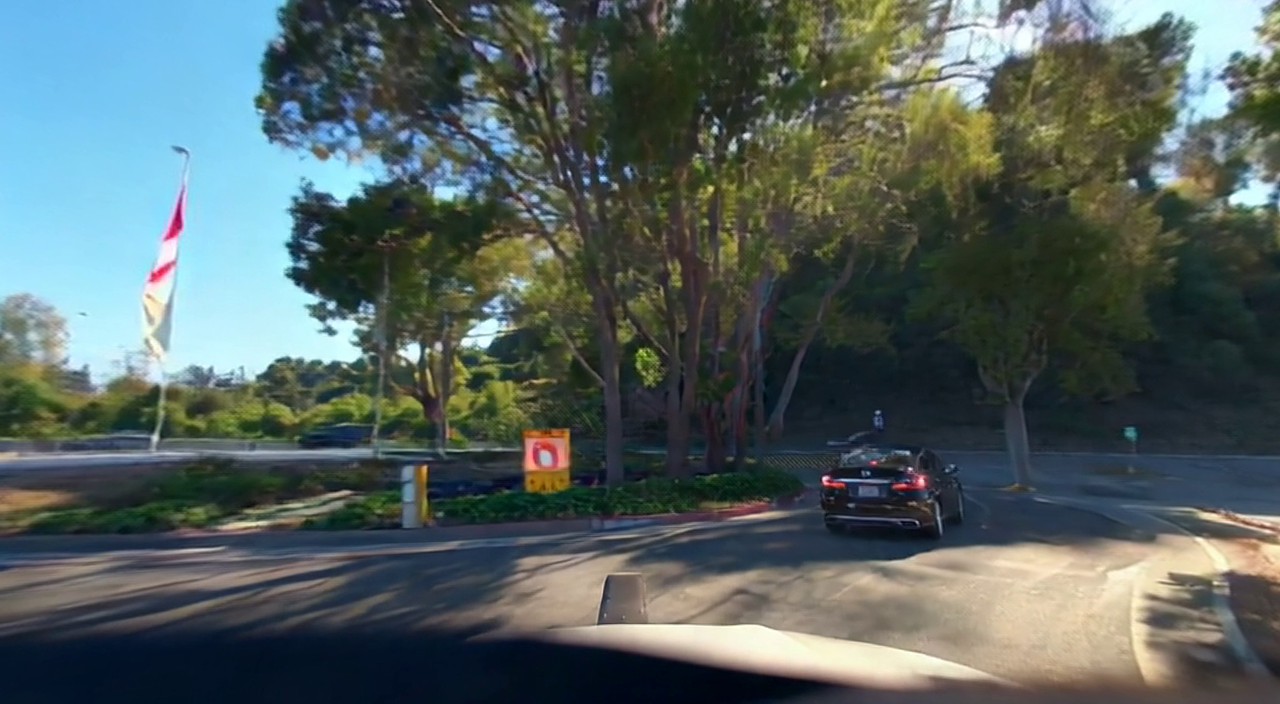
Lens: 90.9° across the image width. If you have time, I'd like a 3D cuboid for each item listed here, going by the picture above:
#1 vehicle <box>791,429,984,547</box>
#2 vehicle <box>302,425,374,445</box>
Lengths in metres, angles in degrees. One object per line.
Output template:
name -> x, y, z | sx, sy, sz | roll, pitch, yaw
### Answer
vehicle -> 4.418, 2.219, 10.919 | 2.078, 1.607, 4.010 | -6, -11, 35
vehicle -> -23.426, 6.446, 49.036 | 4.652, 1.498, 1.783 | 0, -9, 0
